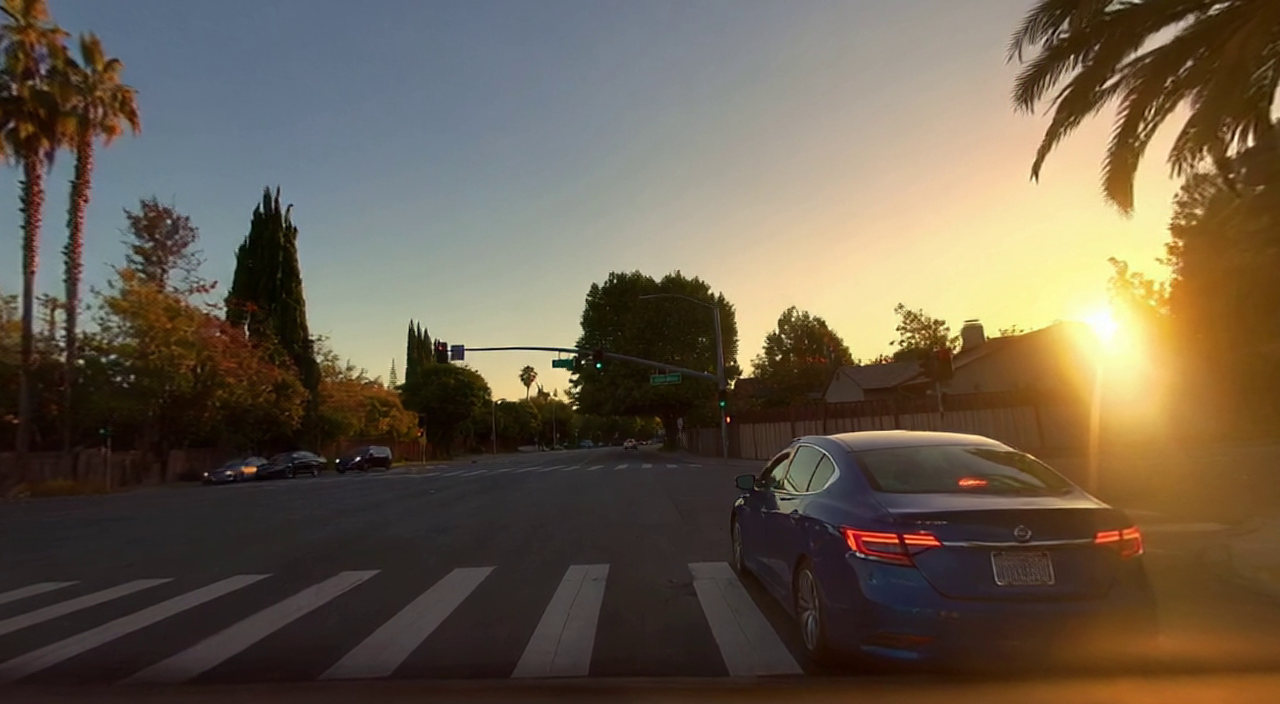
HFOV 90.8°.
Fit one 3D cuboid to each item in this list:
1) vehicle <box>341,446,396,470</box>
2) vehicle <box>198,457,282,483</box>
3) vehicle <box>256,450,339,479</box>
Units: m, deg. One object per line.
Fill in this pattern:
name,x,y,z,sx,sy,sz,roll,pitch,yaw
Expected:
vehicle,-19.884,7.755,46.531,1.929,1.644,4.763,0,-8,0
vehicle,-24.113,7.114,38.335,2.019,1.427,4.630,0,-8,2
vehicle,-20.045,6.562,37.243,2.084,1.528,4.778,-1,-8,2
